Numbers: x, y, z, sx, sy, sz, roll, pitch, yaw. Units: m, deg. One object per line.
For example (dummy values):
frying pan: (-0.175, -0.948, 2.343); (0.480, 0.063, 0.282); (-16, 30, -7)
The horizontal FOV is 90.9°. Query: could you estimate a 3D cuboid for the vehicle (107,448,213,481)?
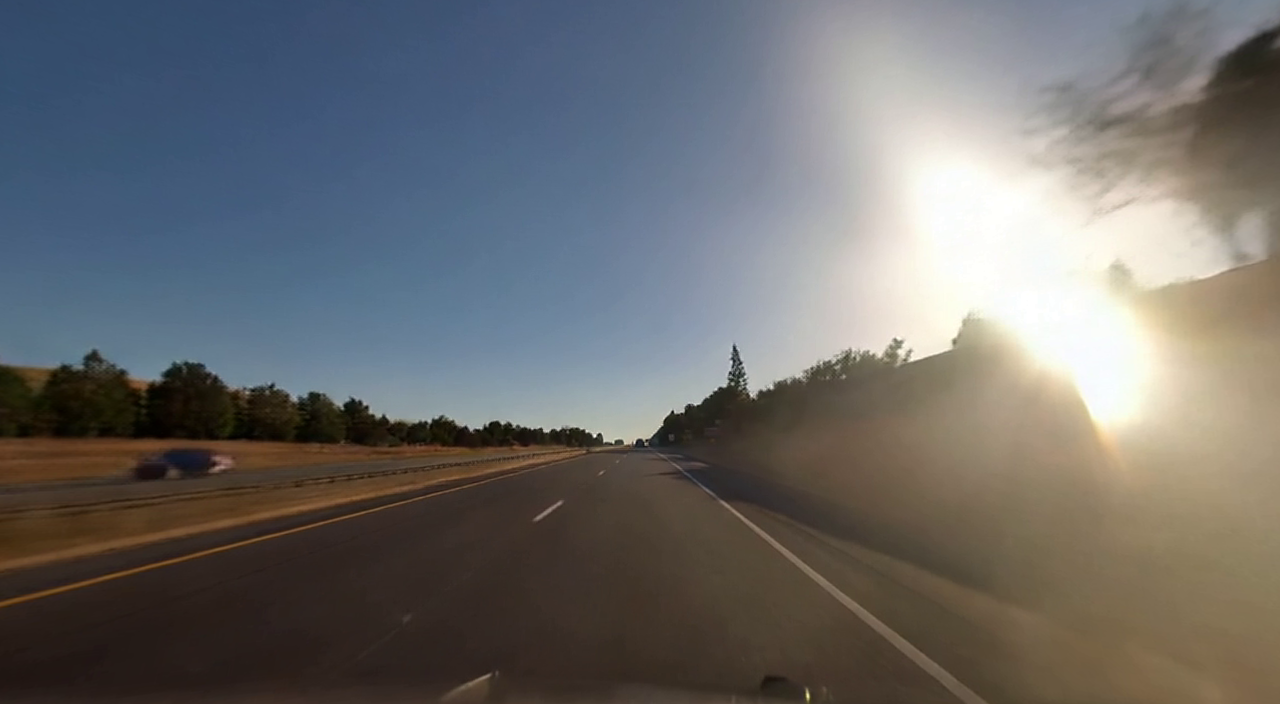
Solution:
vehicle: (-22.050, 5.153, 29.175); (1.834, 1.393, 3.869); (0, -8, 0)
